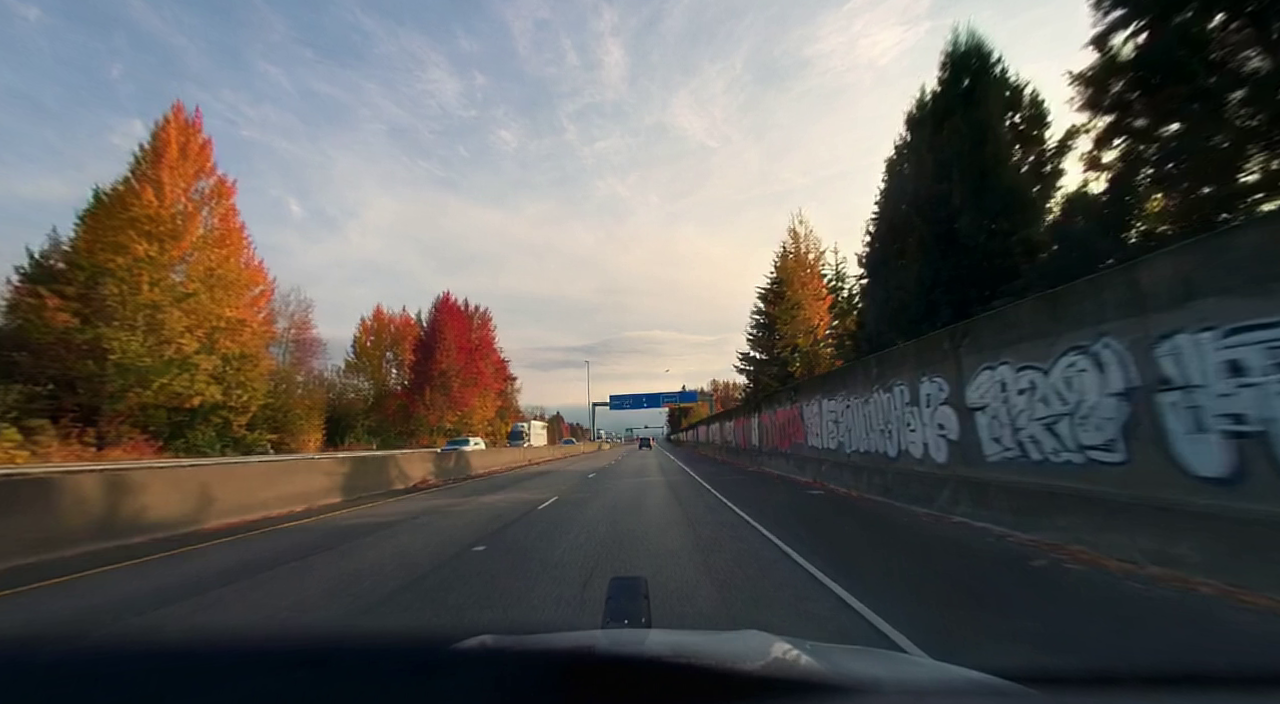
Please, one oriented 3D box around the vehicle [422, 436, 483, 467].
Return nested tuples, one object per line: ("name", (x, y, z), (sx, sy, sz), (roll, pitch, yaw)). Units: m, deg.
("vehicle", (-10.281, 5.455, 34.850), (1.948, 1.596, 4.510), (0, -8, 1))
